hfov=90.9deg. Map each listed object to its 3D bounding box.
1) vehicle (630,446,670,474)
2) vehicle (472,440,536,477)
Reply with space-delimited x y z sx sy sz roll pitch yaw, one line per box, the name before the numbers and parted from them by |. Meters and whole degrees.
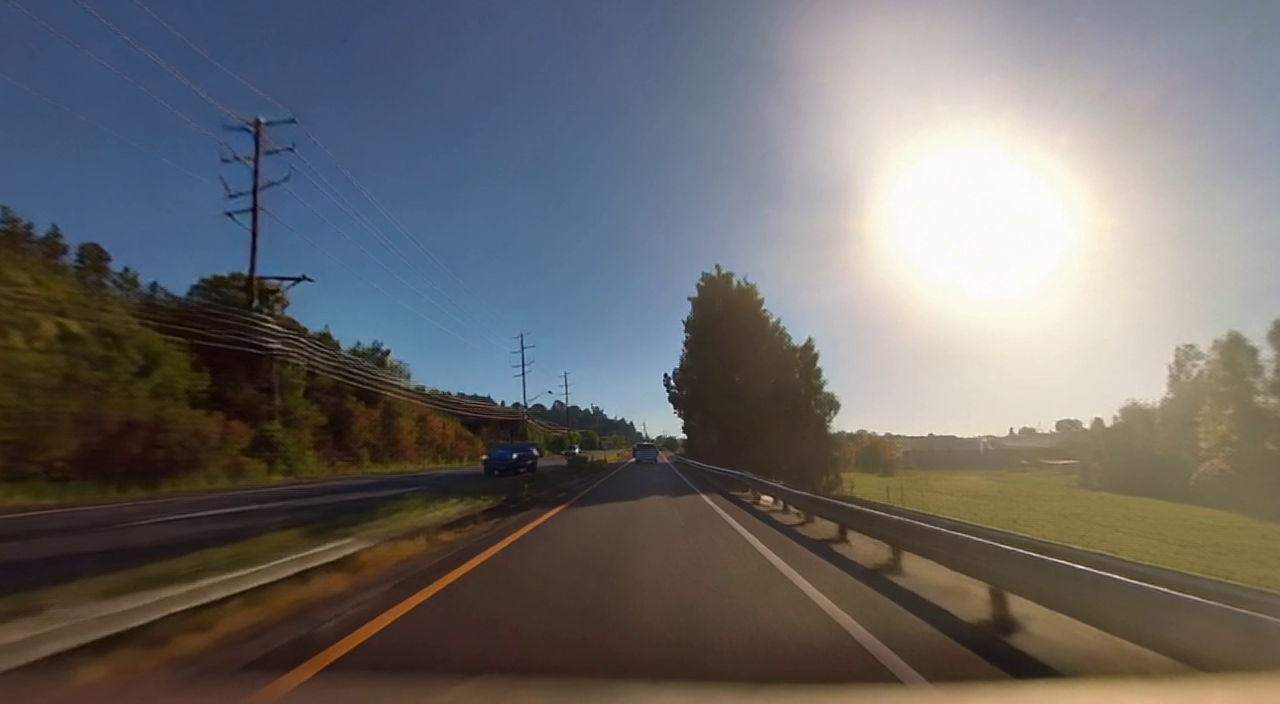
vehicle | 0.515 6.014 35.264 2.080 1.486 3.813 0 -9 0
vehicle | -6.783 5.381 31.987 2.145 1.740 4.433 0 -9 1
